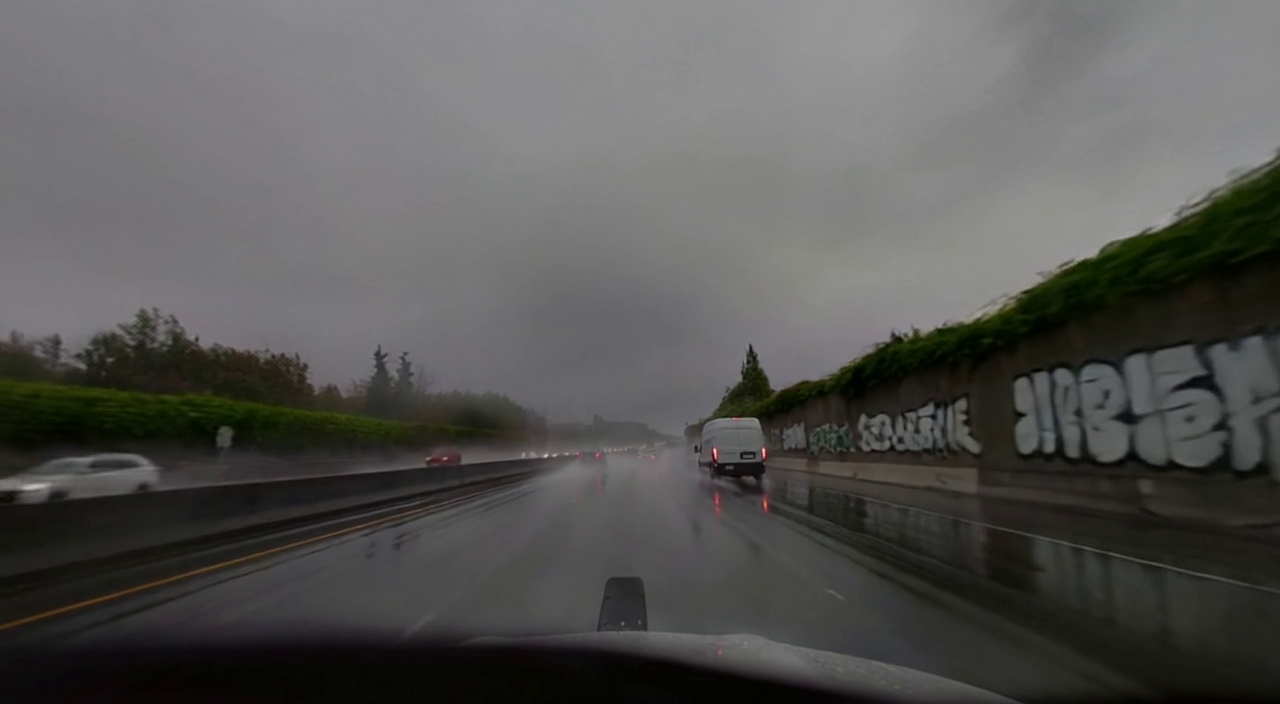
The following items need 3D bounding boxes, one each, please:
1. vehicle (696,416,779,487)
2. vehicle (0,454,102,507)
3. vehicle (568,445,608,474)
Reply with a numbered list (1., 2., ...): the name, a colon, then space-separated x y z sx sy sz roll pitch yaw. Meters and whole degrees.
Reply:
1. vehicle: 3.849 4.119 26.170 2.469 2.591 5.653 0 -9 -1
2. vehicle: -19.617 3.913 19.292 1.952 1.509 4.840 0 -9 1
3. vehicle: -3.077 6.448 37.863 1.964 1.618 4.489 0 -9 1
